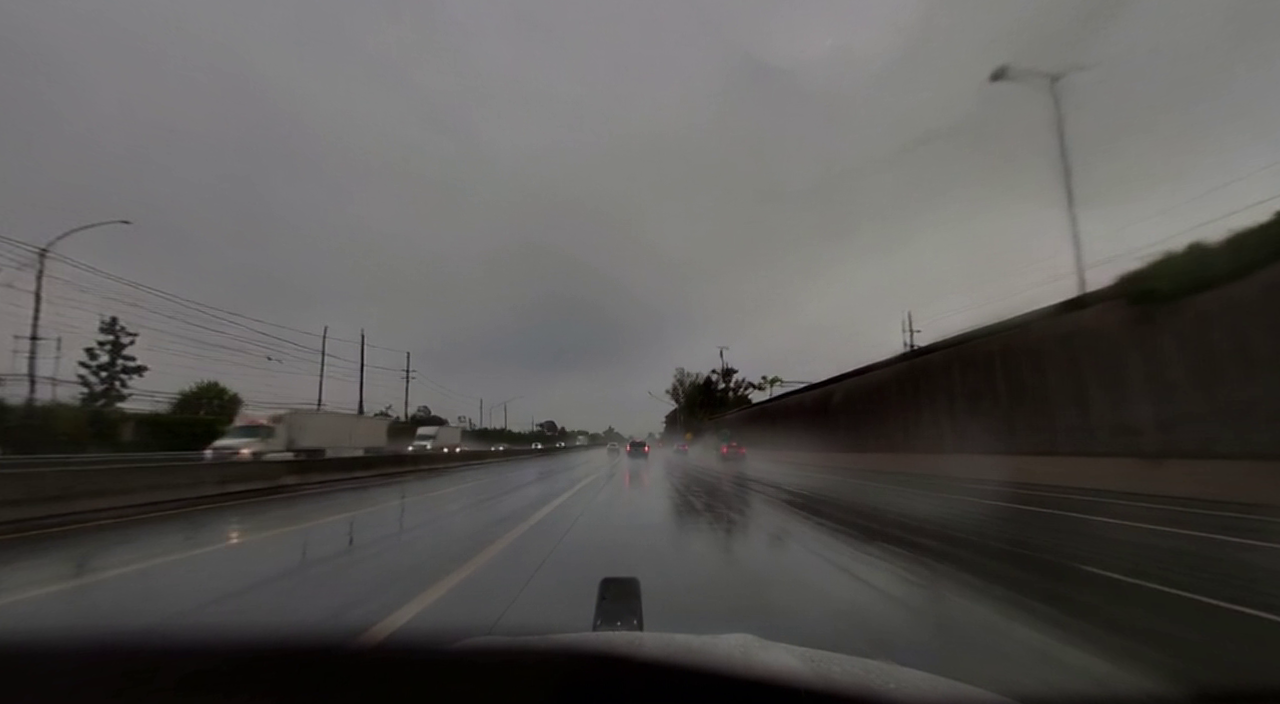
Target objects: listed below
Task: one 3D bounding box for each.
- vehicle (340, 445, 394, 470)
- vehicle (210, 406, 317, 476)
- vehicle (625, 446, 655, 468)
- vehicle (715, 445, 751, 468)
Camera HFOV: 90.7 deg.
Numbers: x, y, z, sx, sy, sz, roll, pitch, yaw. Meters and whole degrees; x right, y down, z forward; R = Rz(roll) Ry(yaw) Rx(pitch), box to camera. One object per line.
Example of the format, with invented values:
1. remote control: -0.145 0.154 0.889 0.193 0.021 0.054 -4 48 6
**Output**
1. vehicle: -19.292 7.476 44.920 1.919 1.657 4.401 0 -8 0
2. vehicle: -23.200 5.541 39.372 3.111 4.008 5.442 0 -8 0
3. vehicle: -0.041 7.581 45.844 2.109 1.489 4.027 0 -8 -1
4. vehicle: 6.984 7.842 47.753 2.005 1.687 4.259 0 -8 -1
